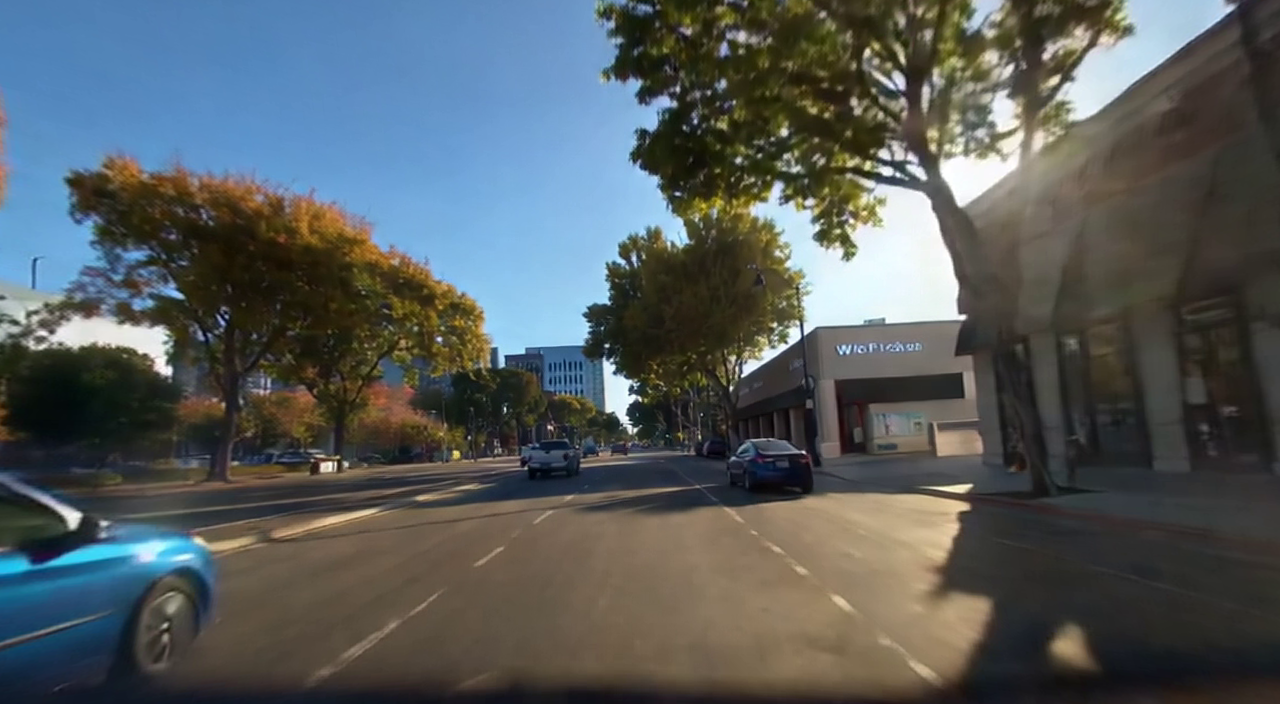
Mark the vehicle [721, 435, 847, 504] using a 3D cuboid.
[{"bbox_3d":[3.471,2.925,16.232,1.961,1.482,4.538,0,-8,-3],"label":"vehicle"}]

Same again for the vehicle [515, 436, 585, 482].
[{"bbox_3d":[-3.603,4.395,26.205,2.145,1.694,4.642,0,-8,1],"label":"vehicle"}]

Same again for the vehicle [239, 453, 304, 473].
[{"bbox_3d":[-29.012,8.723,49.792,3.907,1.533,1.829,0,-8,-1],"label":"vehicle"}]

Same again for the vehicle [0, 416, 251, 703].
[{"bbox_3d":[-3.610,0.910,1.908,2.060,1.466,4.387,0,-8,0],"label":"vehicle"}]
